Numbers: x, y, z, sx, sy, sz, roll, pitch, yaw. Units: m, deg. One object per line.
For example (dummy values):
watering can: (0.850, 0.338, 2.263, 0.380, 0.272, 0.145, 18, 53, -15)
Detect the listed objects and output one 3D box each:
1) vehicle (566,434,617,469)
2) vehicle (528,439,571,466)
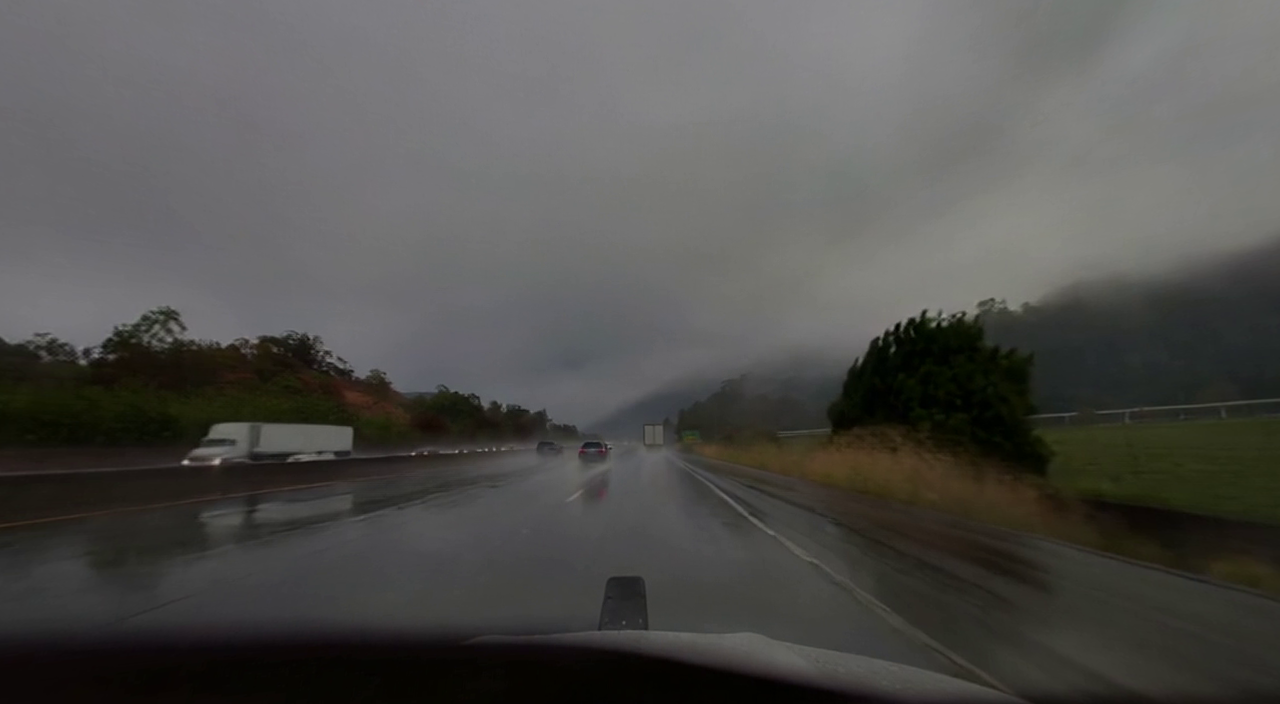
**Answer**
vehicle: (-2.618, 5.497, 35.076, 2.283, 1.802, 4.810, 0, -8, 2)
vehicle: (-5.983, 6.693, 42.097, 2.062, 1.691, 4.278, 0, -8, 2)
